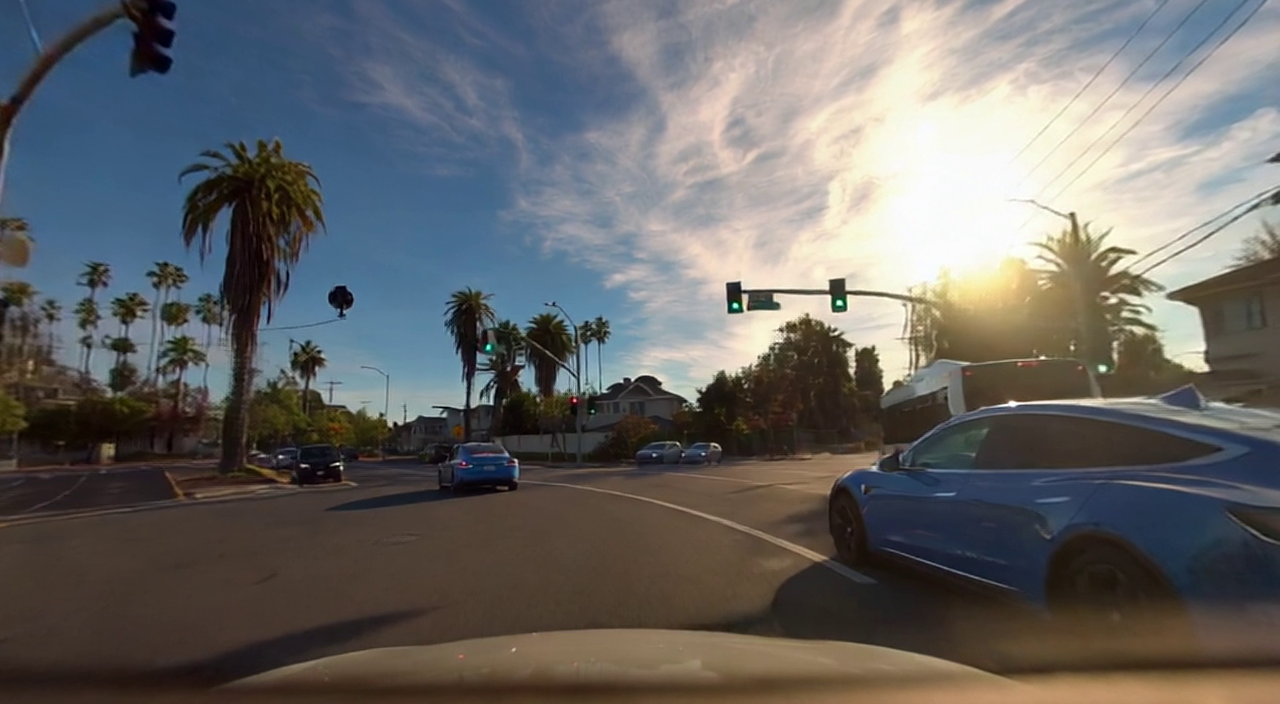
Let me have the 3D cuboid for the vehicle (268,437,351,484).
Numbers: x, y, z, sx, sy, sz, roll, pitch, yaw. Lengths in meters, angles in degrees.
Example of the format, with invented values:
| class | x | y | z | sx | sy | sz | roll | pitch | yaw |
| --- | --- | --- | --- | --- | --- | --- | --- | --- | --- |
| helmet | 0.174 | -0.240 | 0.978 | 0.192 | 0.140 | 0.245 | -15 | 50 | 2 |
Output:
| class | x | y | z | sx | sy | sz | roll | pitch | yaw |
| --- | --- | --- | --- | --- | --- | --- | --- | --- | --- |
| vehicle | -15.155 | 4.878 | 28.784 | 2.283 | 1.878 | 5.384 | 6 | -11 | -38 |

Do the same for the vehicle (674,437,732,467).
| class | x | y | z | sx | sy | sz | roll | pitch | yaw |
| --- | --- | --- | --- | --- | --- | --- | --- | --- | --- |
| vehicle | 3.967 | 6.105 | 38.818 | 2.122 | 1.730 | 5.138 | -4 | -9 | 22 |

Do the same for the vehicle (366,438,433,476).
| class | x | y | z | sx | sy | sz | roll | pitch | yaw |
| --- | --- | --- | --- | --- | --- | --- | --- | --- | --- |
| vehicle | -13.221 | 5.683 | 34.549 | 2.272 | 1.891 | 4.562 | 6 | -10 | -35 |

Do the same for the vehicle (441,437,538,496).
| class | x | y | z | sx | sy | sz | roll | pitch | yaw |
| --- | --- | --- | --- | --- | --- | --- | --- | --- | --- |
| vehicle | -5.102 | 3.716 | 20.972 | 2.341 | 1.709 | 4.466 | 3 | -9 | -23 |

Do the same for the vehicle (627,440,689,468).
| class | x | y | z | sx | sy | sz | roll | pitch | yaw |
| --- | --- | --- | --- | --- | --- | --- | --- | --- | --- |
| vehicle | 1.250 | 6.695 | 41.612 | 2.290 | 1.688 | 5.224 | -5 | -10 | 22 |

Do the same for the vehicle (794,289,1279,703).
| class | x | y | z | sx | sy | sz | roll | pitch | yaw |
| --- | --- | --- | --- | --- | --- | --- | --- | --- | --- |
| vehicle | 3.033 | 1.062 | 4.577 | 2.205 | 1.803 | 5.135 | 0 | -8 | -4 |
